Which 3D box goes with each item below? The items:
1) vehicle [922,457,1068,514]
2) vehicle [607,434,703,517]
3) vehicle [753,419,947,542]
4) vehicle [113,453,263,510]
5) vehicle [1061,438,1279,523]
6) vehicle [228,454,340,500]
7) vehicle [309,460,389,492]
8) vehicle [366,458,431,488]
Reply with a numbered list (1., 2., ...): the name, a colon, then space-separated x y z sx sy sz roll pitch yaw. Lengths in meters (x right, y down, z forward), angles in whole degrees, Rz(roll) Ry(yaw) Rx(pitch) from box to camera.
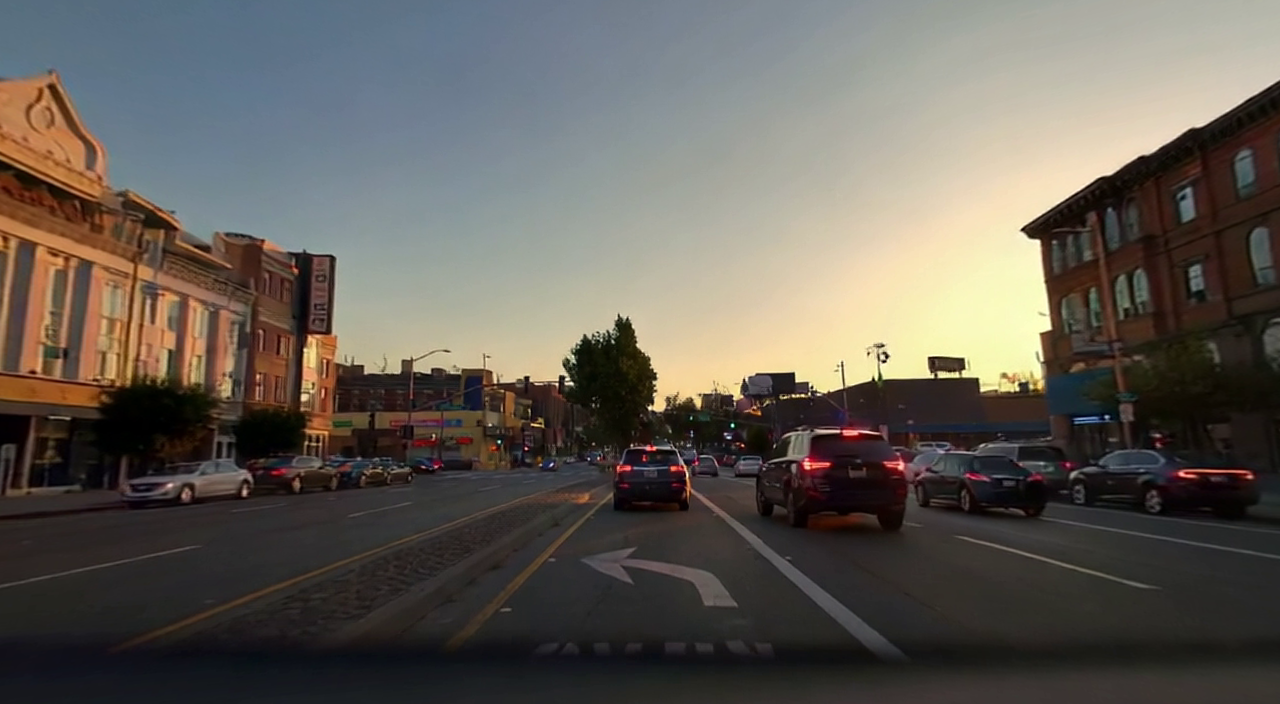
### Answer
1. vehicle: 10.514 3.944 19.160 1.863 1.426 4.494 0 -9 1
2. vehicle: 0.344 3.152 16.679 2.157 1.863 4.665 0 -9 0
3. vehicle: 3.782 2.422 12.605 2.115 1.932 5.189 0 -9 0
4. vehicle: -15.253 4.347 21.667 1.698 1.466 4.713 0 -6 0
5. vehicle: 14.025 3.361 16.669 2.151 1.833 5.323 -1 -11 2
6. vehicle: -15.157 5.310 27.297 1.825 1.685 5.220 0 -9 -1
7. vehicle: -15.035 6.426 32.936 1.792 1.429 5.161 0 -9 -1
8. vehicle: -14.980 7.499 39.477 2.096 1.416 4.885 0 -6 1
